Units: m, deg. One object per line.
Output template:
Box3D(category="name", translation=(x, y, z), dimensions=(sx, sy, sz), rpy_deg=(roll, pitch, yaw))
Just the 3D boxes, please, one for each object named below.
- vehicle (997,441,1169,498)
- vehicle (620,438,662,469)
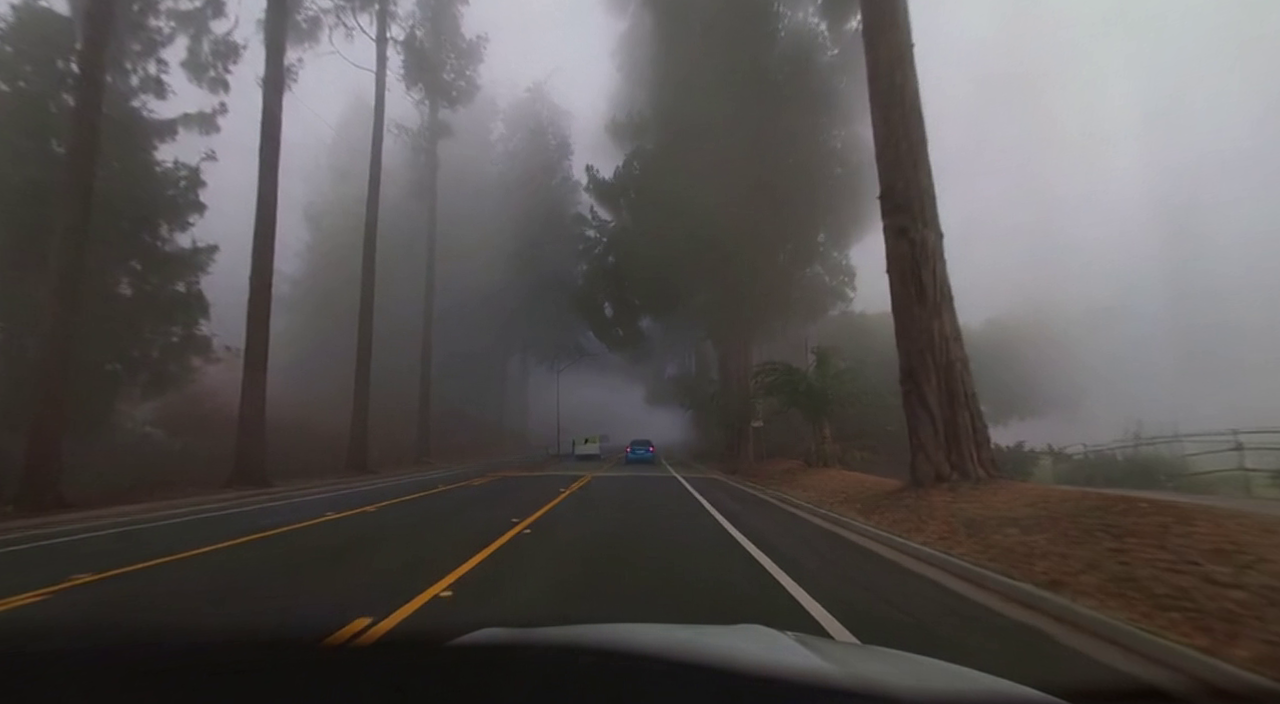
Box3D(category="vehicle", translation=(13.236, 3.516, 19.289), dimensions=(1.766, 1.463, 4.445), rpy_deg=(3, -9, -5))
Box3D(category="vehicle", translation=(-0.007, 5.263, 32.906), dimensions=(2.067, 1.486, 3.861), rpy_deg=(0, -9, -1))
